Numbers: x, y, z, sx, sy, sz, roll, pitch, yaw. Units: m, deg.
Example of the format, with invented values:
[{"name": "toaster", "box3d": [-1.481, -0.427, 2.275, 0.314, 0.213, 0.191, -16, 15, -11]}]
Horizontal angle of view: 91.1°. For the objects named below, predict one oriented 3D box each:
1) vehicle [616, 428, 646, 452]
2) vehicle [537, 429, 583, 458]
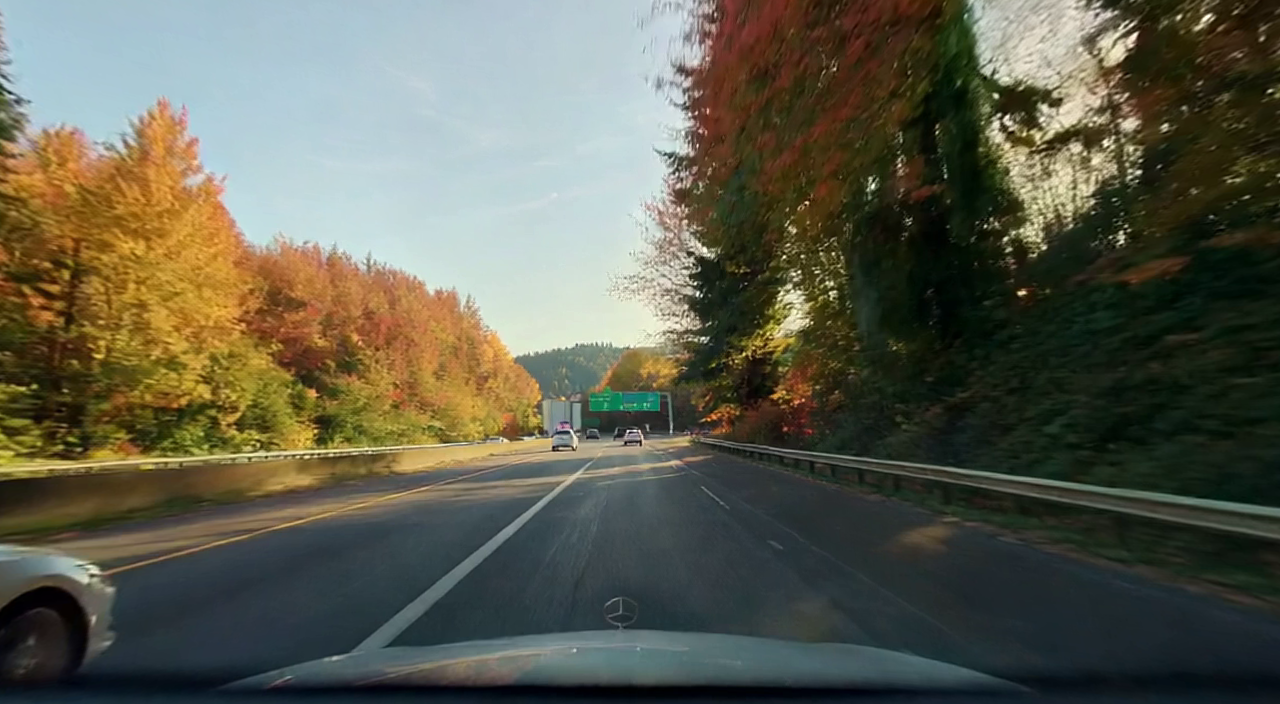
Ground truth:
[{"name": "vehicle", "box3d": [-0.673, 6.257, 44.904, 2.054, 1.609, 3.859, 0, -8, -1]}, {"name": "vehicle", "box3d": [-4.402, 5.131, 35.292, 2.071, 1.524, 4.398, 0, -8, -1]}]
